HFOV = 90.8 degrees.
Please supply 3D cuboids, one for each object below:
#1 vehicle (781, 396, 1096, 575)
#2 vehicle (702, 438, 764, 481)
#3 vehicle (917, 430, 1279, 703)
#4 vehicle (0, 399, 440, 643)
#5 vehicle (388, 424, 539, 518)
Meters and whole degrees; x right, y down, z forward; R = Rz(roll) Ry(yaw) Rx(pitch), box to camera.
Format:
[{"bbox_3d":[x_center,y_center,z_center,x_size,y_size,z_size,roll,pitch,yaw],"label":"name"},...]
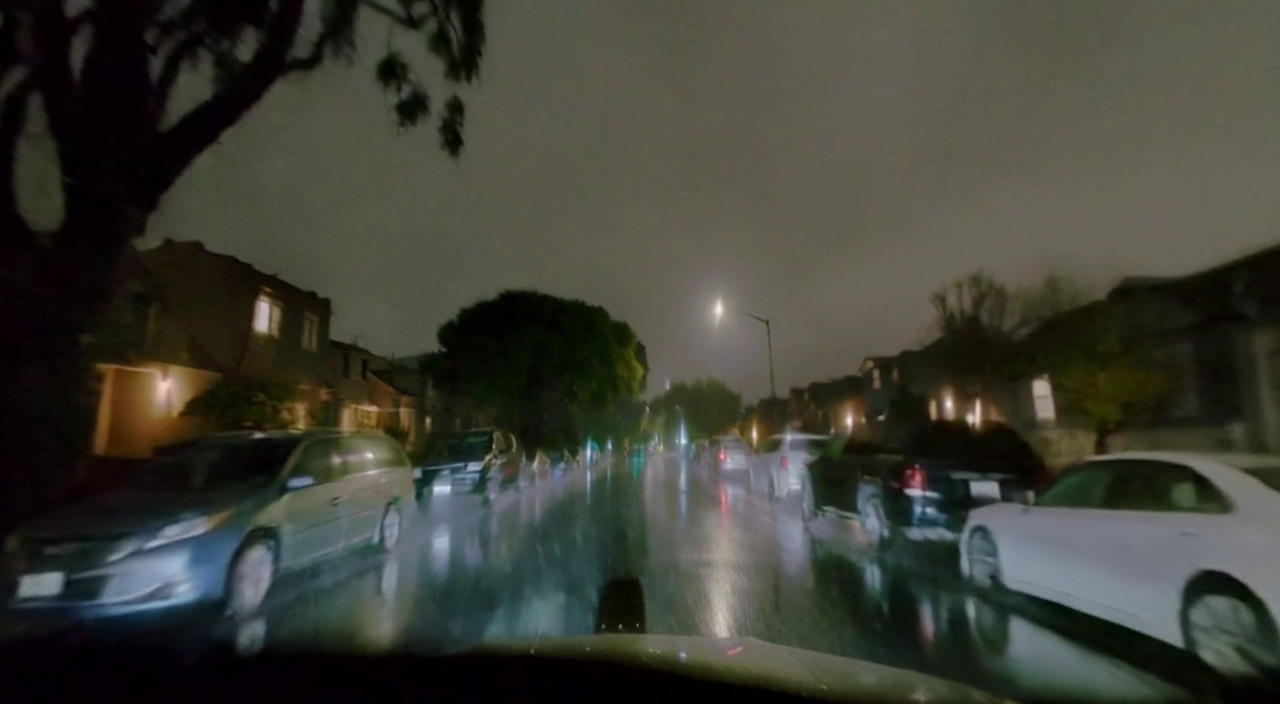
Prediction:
[{"bbox_3d":[3.897,1.880,9.708,1.995,1.944,5.400,1,-9,-3],"label":"vehicle"},{"bbox_3d":[4.434,5.206,30.861,2.306,1.901,4.908,0,-9,0],"label":"vehicle"},{"bbox_3d":[3.940,1.324,4.474,1.808,1.437,4.337,1,-9,-3],"label":"vehicle"},{"bbox_3d":[-4.712,1.756,7.816,2.683,1.923,5.421,0,-9,0],"label":"vehicle"},{"bbox_3d":[-4.563,3.185,17.483,2.461,2.145,5.415,0,-9,1],"label":"vehicle"}]
